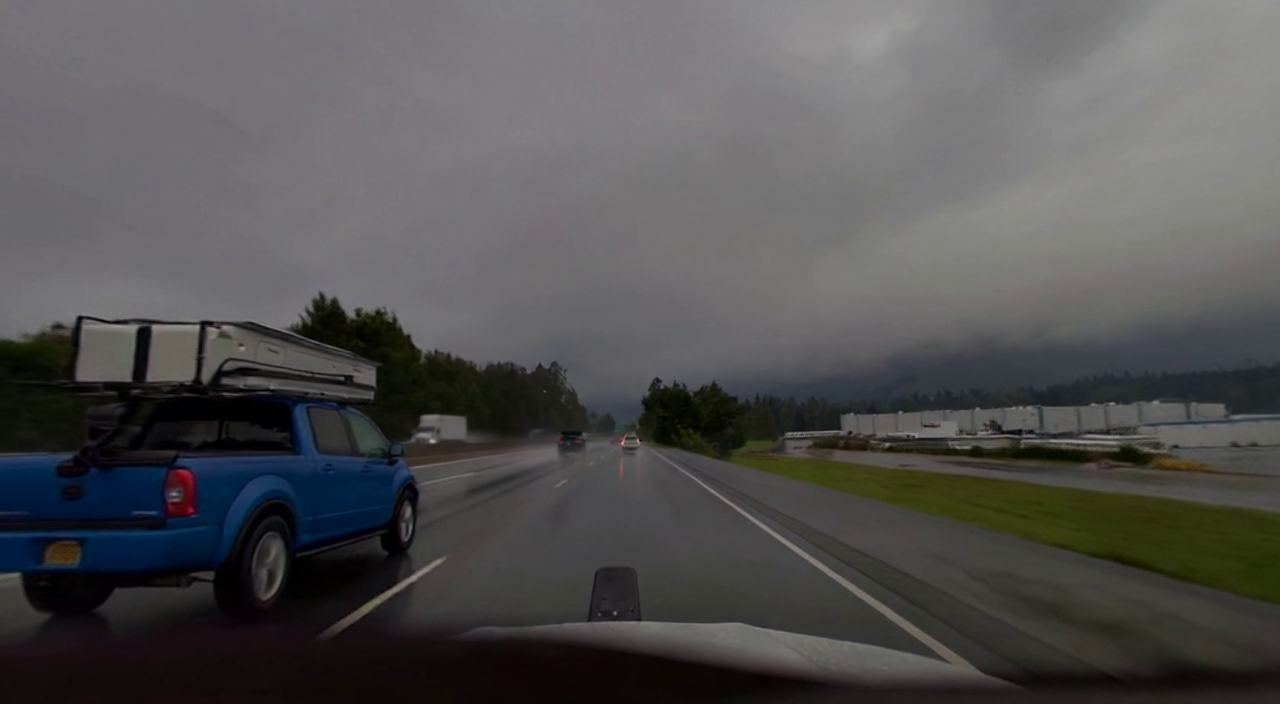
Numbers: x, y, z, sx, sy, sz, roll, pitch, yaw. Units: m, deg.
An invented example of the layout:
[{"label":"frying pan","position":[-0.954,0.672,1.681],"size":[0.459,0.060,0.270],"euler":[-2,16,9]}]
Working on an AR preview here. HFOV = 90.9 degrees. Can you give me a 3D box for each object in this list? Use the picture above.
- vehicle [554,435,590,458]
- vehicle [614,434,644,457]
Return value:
[{"label":"vehicle","position":[-4.959,6.933,46.528],"size":[2.189,1.580,4.607],"euler":[0,-8,-1]},{"label":"vehicle","position":[-0.790,6.987,47.165],"size":[2.151,1.618,3.898],"euler":[0,-8,-1]}]
